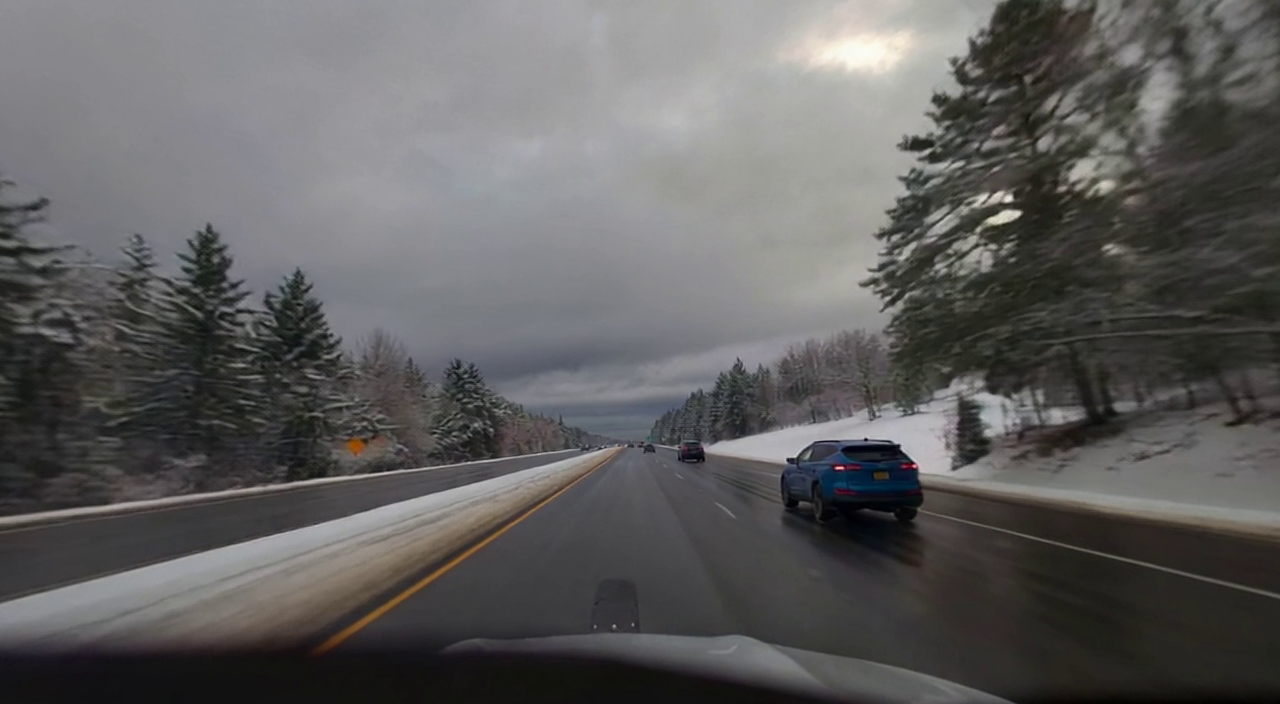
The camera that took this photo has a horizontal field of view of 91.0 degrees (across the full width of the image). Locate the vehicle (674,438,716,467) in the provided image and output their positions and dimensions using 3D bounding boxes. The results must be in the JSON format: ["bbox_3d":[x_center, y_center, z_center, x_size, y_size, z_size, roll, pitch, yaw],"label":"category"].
[{"bbox_3d":[3.334,6.165,38.722,2.043,1.673,4.016,0,-8,-2],"label":"vehicle"}]

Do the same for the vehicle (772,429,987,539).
[{"bbox_3d":[3.828,2.162,11.026,1.999,1.501,4.221,0,-8,-2],"label":"vehicle"}]
